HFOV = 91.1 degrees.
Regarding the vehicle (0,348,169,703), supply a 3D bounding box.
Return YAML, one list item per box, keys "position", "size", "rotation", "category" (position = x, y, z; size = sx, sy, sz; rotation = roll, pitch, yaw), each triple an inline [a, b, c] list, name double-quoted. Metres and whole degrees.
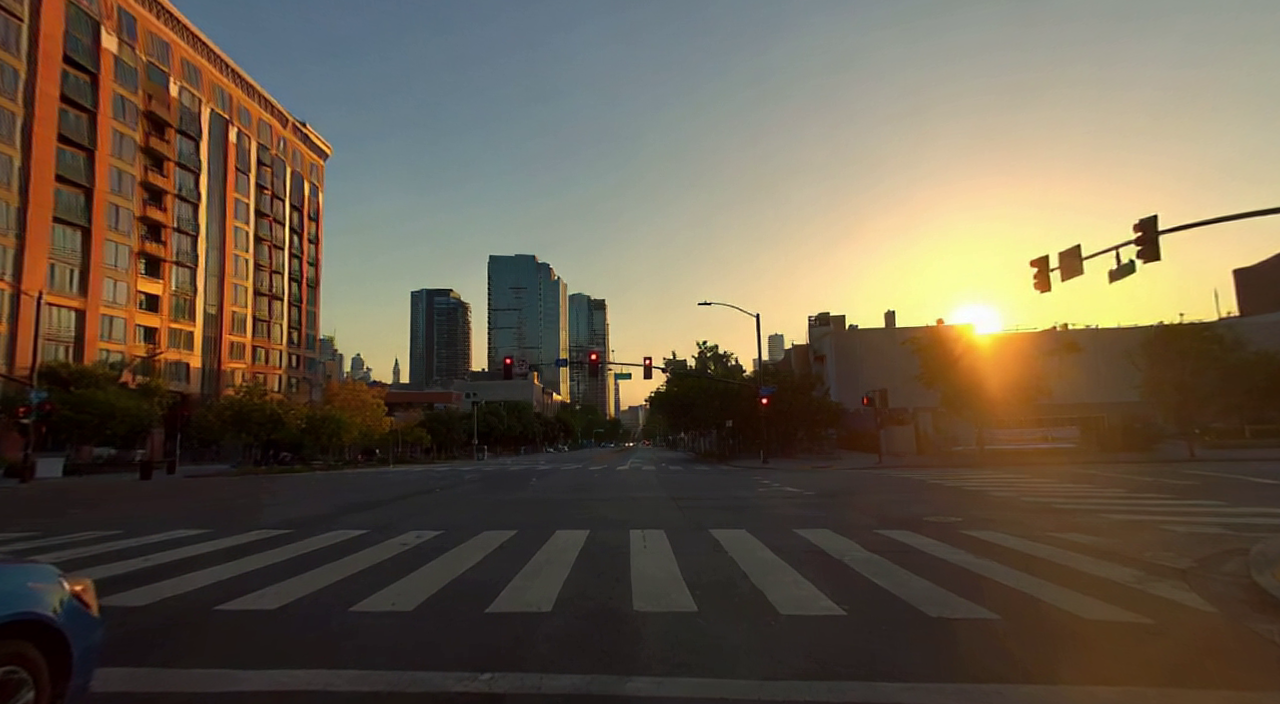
- position: [-3.633, 0.619, 1.056]
  size: [2.109, 1.692, 4.587]
  rotation: [0, -8, 0]
  category: "vehicle"
